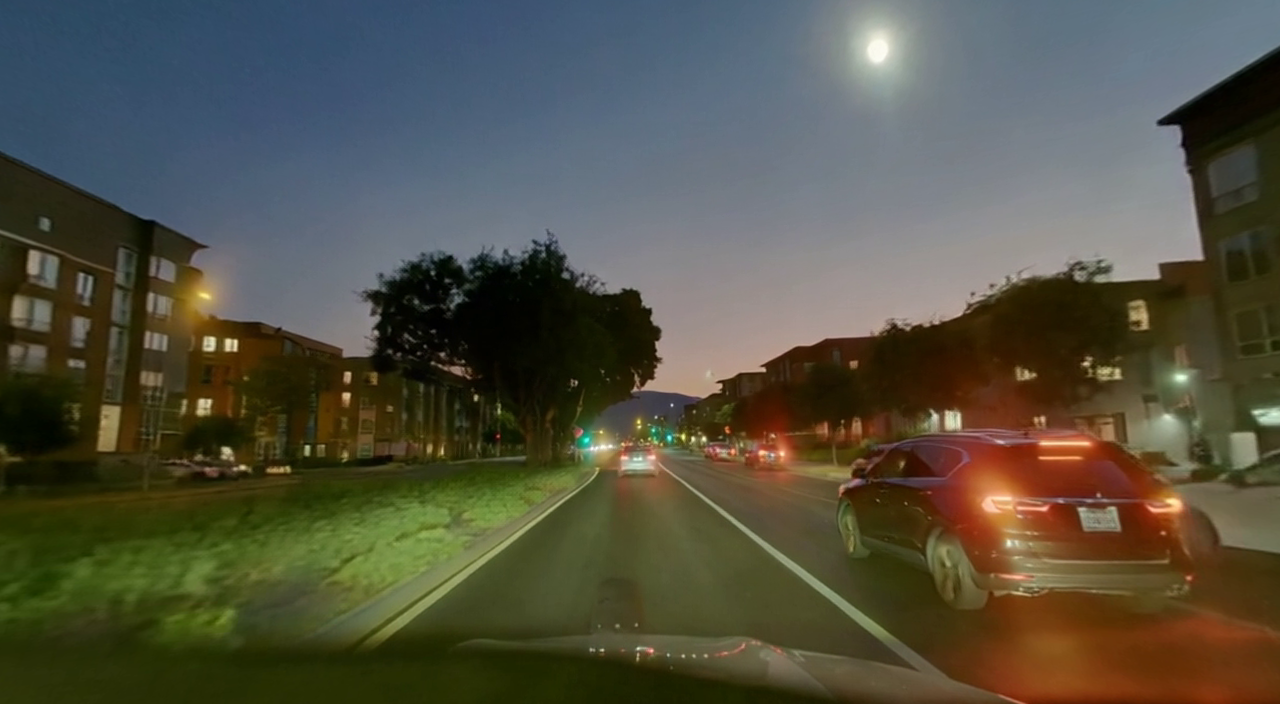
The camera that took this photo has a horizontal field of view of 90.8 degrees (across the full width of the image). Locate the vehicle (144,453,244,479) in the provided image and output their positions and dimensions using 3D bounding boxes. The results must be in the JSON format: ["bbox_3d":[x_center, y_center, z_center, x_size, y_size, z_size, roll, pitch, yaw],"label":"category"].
[{"bbox_3d":[-27.824,7.100,39.497,4.732,1.497,2.077,-1,-9,2],"label":"vehicle"}]

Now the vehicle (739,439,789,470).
[{"bbox_3d":[7.435,6.212,38.389,2.115,1.739,4.528,0,-9,0],"label":"vehicle"}]

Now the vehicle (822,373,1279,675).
[{"bbox_3d":[3.279,1.285,5.733,1.949,1.723,4.020,0,-9,-1],"label":"vehicle"}]

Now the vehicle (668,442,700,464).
[{"bbox_3d":[3.161,7.357,46.210,1.910,1.474,4.003,0,-9,-2],"label":"vehicle"}]

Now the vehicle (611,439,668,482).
[{"bbox_3d":[-0.042,4.136,24.346,2.006,1.487,3.535,0,-9,-1],"label":"vehicle"}]
